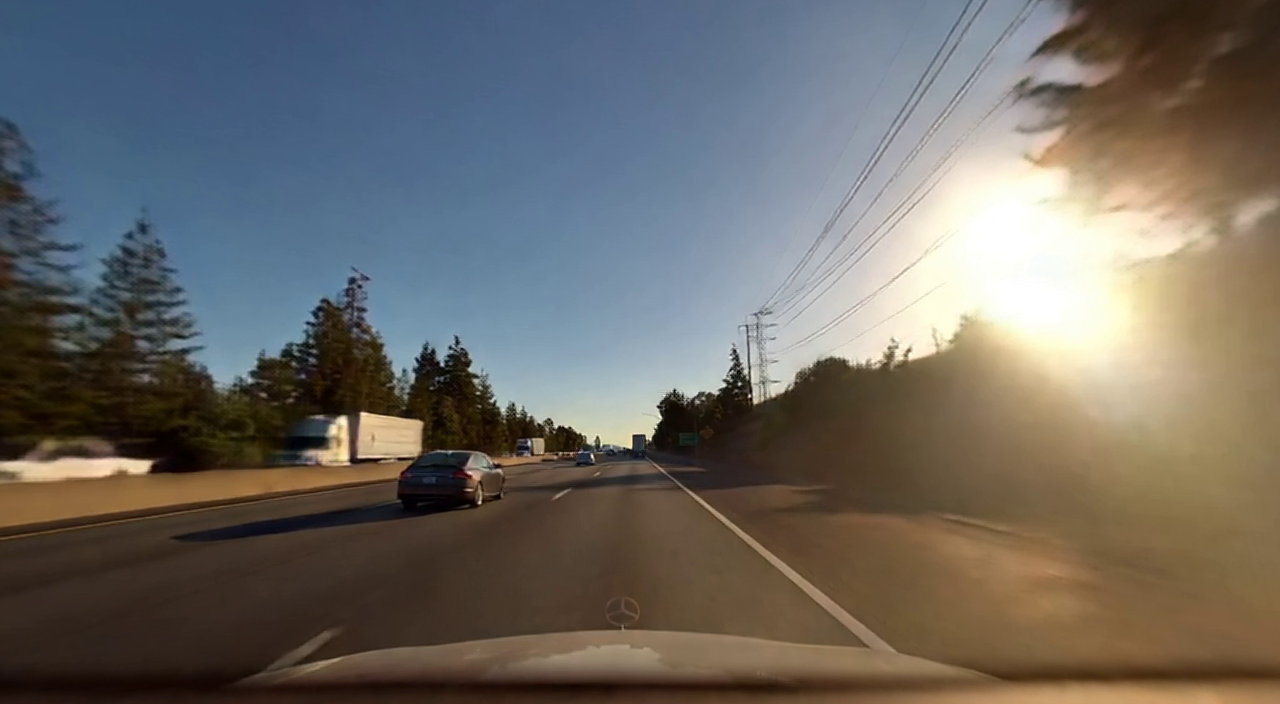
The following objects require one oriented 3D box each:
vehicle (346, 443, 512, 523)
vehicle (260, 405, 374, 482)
[{"bbox_3d":[-4.350,2.774,13.916,2.106,1.445,4.404,0,-9,0],"label":"vehicle"},{"bbox_3d":[-17.968,5.220,35.728,2.954,3.922,6.403,0,-9,0],"label":"vehicle"}]
